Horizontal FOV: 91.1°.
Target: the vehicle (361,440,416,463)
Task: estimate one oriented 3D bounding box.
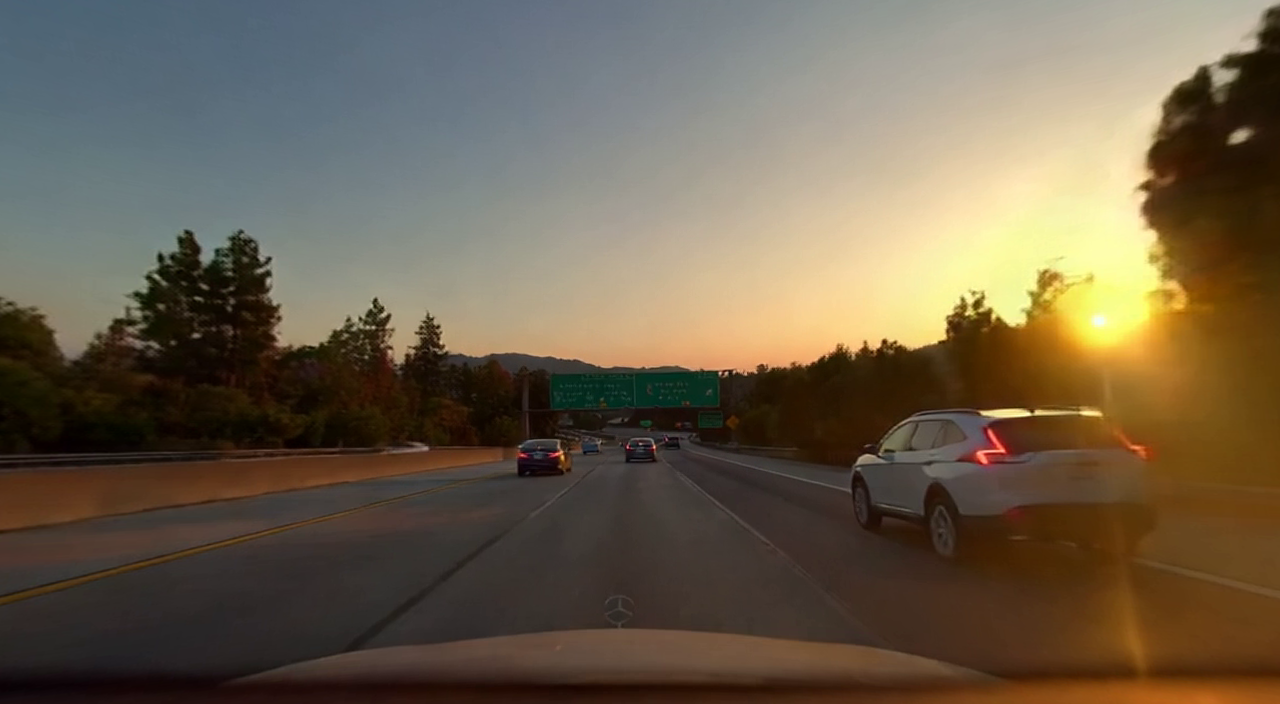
[{"bbox_3d":[-16.785,6.667,42.136,1.959,1.466,4.156,0,-8,0],"label":"vehicle"}]

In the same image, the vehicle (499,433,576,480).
[{"bbox_3d":[-3.691,3.867,23.467,2.066,1.561,4.495,0,-8,1],"label":"vehicle"}]

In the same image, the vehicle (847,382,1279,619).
[{"bbox_3d":[4.043,1.380,6.782,2.025,1.707,4.279,0,-8,-2],"label":"vehicle"}]

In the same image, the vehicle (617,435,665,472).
[{"bbox_3d":[0.033,4.603,28.650,2.049,1.542,3.816,0,-8,0],"label":"vehicle"}]
